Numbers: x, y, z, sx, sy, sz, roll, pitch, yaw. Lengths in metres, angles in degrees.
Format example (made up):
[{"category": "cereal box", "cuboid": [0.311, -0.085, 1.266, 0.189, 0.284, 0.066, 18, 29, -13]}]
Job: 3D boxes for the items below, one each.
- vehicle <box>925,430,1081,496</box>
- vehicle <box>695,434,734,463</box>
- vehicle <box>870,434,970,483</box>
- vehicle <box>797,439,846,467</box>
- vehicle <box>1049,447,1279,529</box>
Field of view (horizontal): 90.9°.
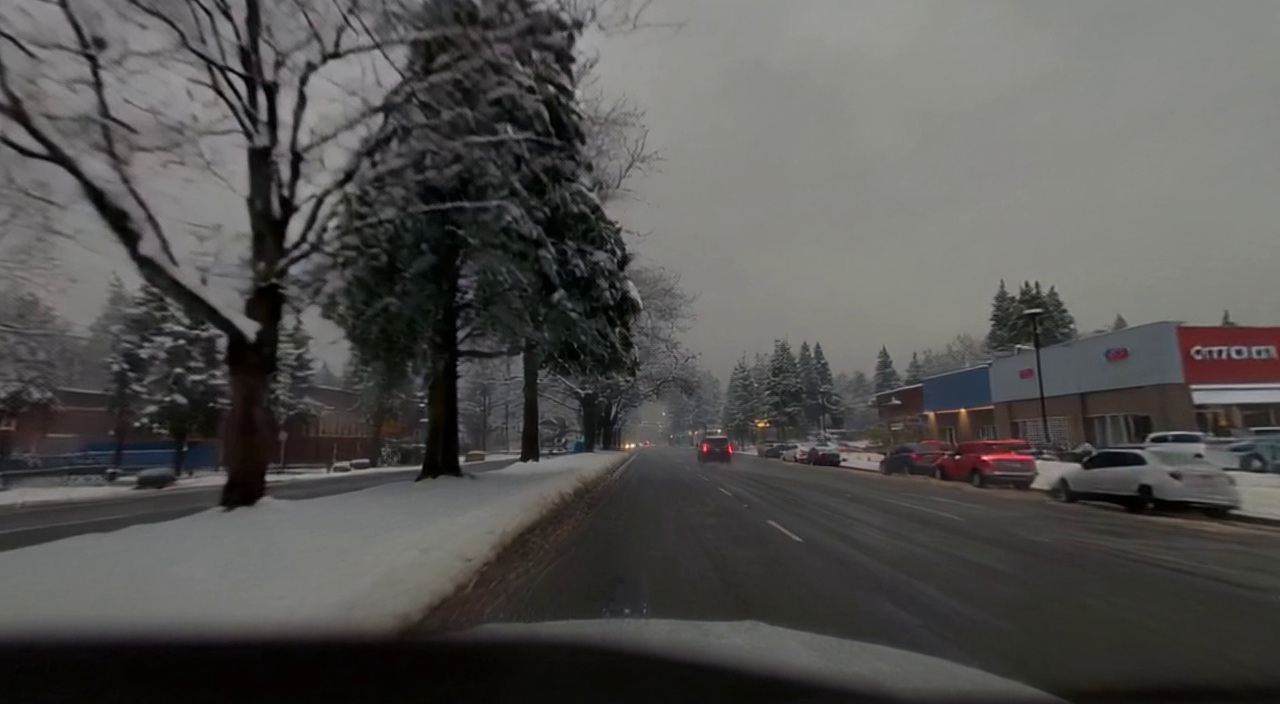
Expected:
[{"category": "vehicle", "cuboid": [10.826, 3.345, 19.368, 1.959, 1.751, 4.961, 0, -8, 2]}, {"category": "vehicle", "cuboid": [5.043, 6.648, 43.373, 2.183, 1.845, 4.482, 0, -8, 1]}, {"category": "vehicle", "cuboid": [11.079, 4.222, 25.376, 1.931, 1.774, 4.666, 0, -8, 1]}, {"category": "vehicle", "cuboid": [11.353, 6.371, 39.740, 1.919, 1.645, 4.254, 0, -8, 1]}, {"category": "vehicle", "cuboid": [10.712, 2.633, 12.878, 1.824, 1.364, 4.238, 0, -8, 0]}]
